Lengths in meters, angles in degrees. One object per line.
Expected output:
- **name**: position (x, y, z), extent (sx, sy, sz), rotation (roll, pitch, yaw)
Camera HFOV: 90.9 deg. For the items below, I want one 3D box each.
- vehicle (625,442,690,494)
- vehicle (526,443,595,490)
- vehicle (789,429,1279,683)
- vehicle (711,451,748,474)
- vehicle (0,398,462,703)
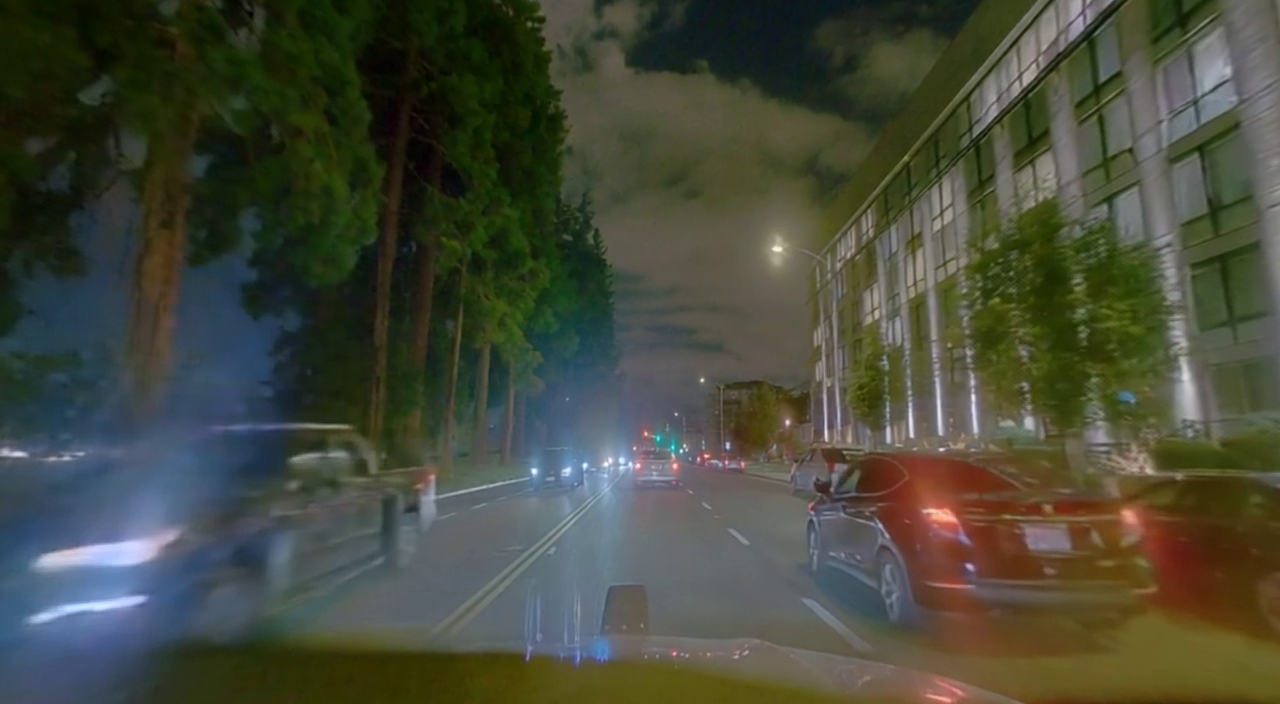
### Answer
- **vehicle**: position (0.595, 4.047, 22.284), extent (2.105, 1.653, 3.887), rotation (0, -9, 1)
- **vehicle**: position (-3.109, 4.585, 25.517), extent (2.124, 1.731, 4.227), rotation (0, -9, 2)
- **vehicle**: position (2.910, 1.567, 5.982), extent (1.991, 1.536, 4.116), rotation (0, -9, 0)
- **vehicle**: position (6.216, 7.746, 44.291), extent (1.885, 1.467, 4.546), rotation (0, -9, 0)
- **vehicle**: position (-3.425, 1.470, 5.887), extent (2.167, 1.717, 4.448), rotation (0, -9, 0)
